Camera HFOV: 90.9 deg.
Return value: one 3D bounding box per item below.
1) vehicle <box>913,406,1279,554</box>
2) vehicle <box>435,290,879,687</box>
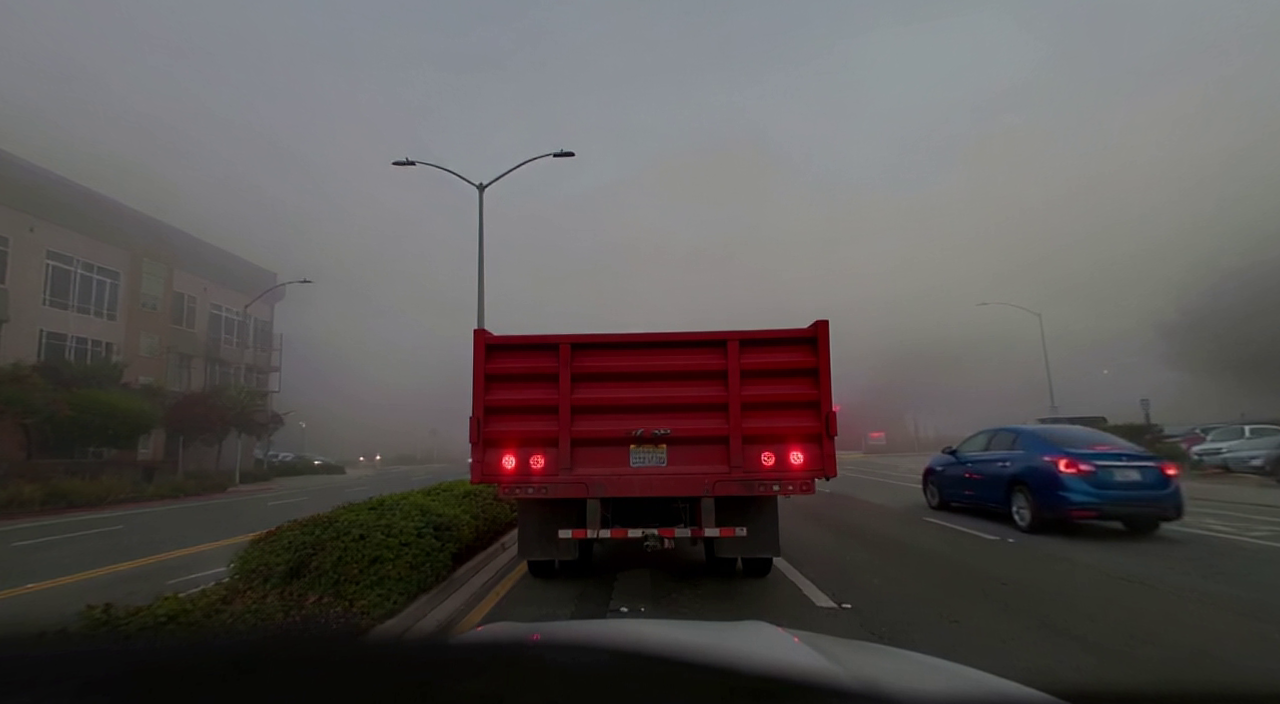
[{"bbox_3d":[6.802,1.964,10.453,2.363,1.825,4.989,-1,-8,1],"label":"vehicle"},{"bbox_3d":[0.238,1.307,7.399,2.650,2.391,7.008,-1,-8,3],"label":"vehicle"}]
